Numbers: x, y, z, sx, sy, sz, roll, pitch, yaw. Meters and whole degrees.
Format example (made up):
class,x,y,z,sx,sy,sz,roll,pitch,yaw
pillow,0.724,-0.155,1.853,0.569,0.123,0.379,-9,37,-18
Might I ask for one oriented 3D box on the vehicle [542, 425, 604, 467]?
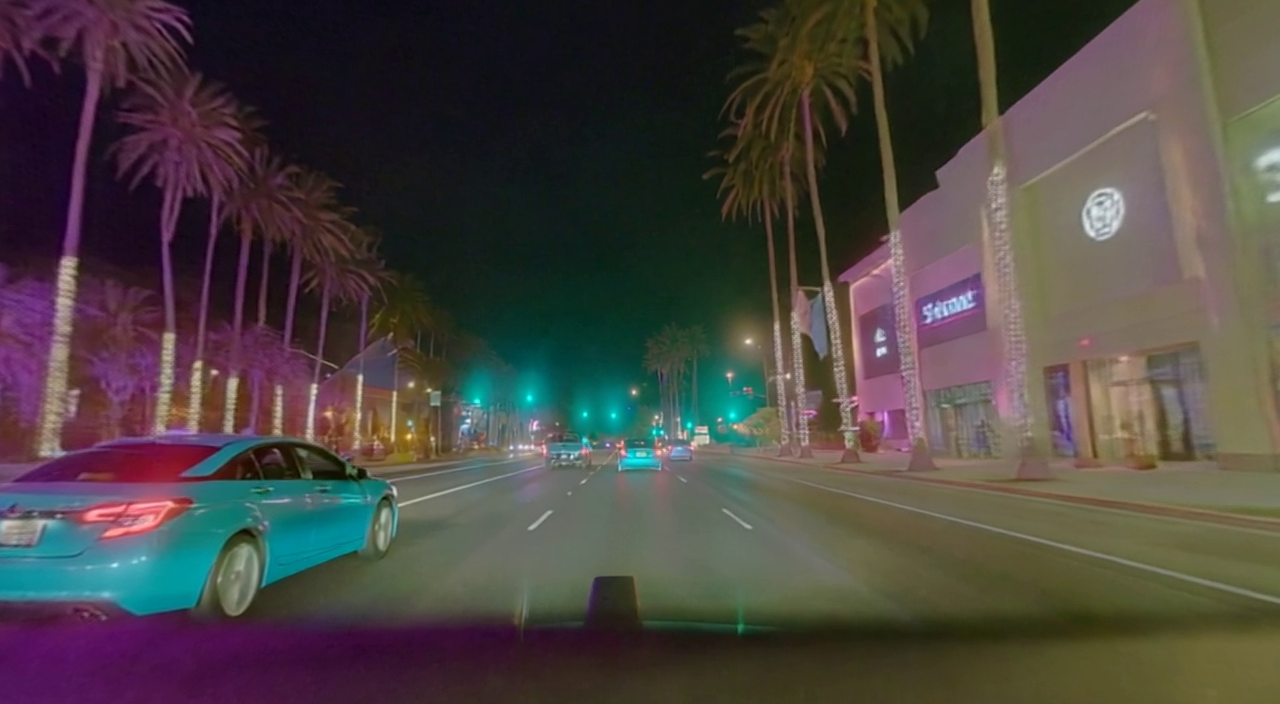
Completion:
class,x,y,z,sx,sy,sz,roll,pitch,yaw
vehicle,-3.454,5.018,33.796,2.672,2.064,5.681,0,-9,0

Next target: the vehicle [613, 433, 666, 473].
class,x,y,z,sx,sy,sz,roll,pitch,yaw
vehicle,-0.083,4.406,27.736,2.160,1.615,4.117,0,-9,-2

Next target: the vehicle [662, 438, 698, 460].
class,x,y,z,sx,sy,sz,roll,pitch,yaw
vehicle,2.748,6.763,44.182,2.085,1.482,4.491,0,-9,-2

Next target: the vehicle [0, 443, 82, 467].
class,x,y,z,sx,sy,sz,roll,pitch,yaw
vehicle,-46.408,7.919,48.834,4.584,1.820,2.011,0,-9,-2
